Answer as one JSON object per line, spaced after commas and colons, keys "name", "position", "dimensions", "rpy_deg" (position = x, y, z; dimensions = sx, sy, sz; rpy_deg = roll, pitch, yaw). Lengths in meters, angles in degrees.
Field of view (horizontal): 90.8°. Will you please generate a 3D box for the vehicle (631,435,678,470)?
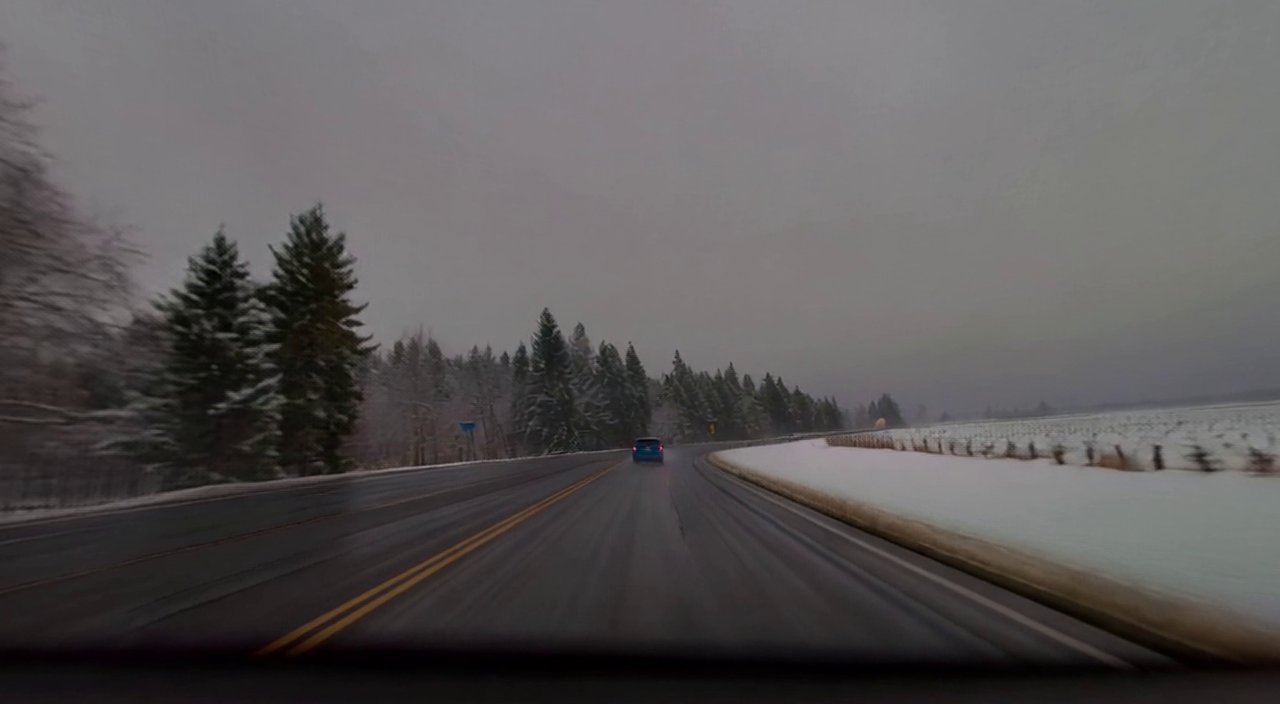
{"name": "vehicle", "position": [0.817, 5.263, 33.252], "dimensions": [2.294, 1.708, 4.110], "rpy_deg": [0, -9, 4]}
